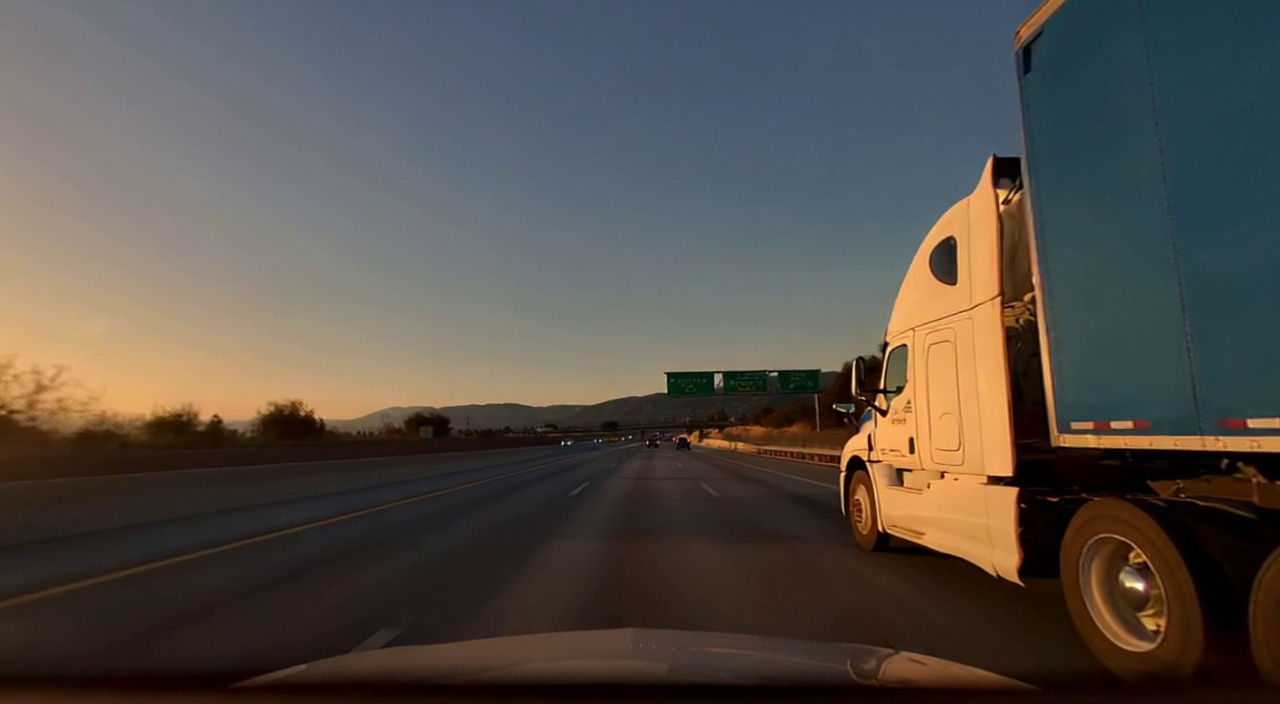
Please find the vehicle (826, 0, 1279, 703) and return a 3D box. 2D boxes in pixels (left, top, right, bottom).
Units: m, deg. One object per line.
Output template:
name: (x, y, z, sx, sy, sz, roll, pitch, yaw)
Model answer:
vehicle: (3.769, -0.191, 2.993, 3.012, 3.768, 8.945, 0, -9, 0)
